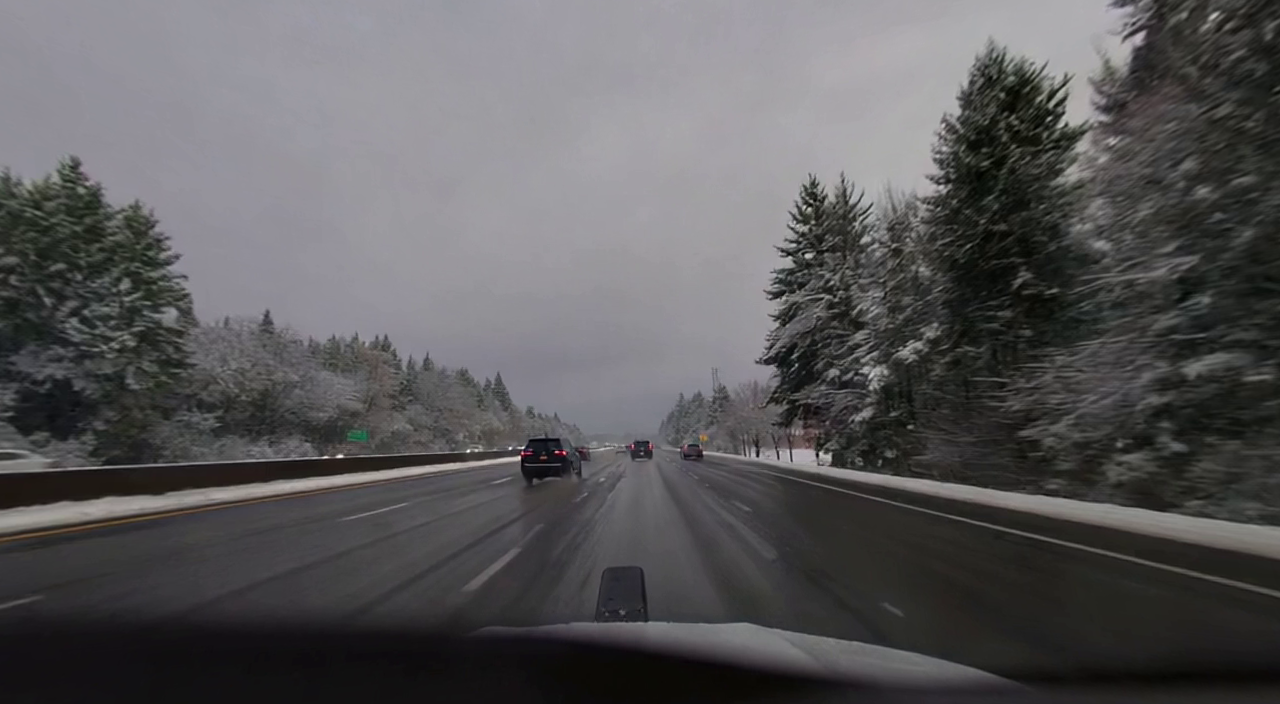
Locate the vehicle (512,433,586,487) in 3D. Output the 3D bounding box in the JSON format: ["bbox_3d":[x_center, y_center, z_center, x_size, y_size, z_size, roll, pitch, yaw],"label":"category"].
[{"bbox_3d":[-3.119,3.775,22.377,1.961,1.704,4.052,0,-8,1],"label":"vehicle"}]

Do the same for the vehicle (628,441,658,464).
[{"bbox_3d":[0.253,7.504,47.398,2.156,1.647,3.987,0,-8,1],"label":"vehicle"}]

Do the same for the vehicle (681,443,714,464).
[{"bbox_3d":[4.214,7.538,46.878,1.964,1.479,4.252,0,-8,0],"label":"vehicle"}]
